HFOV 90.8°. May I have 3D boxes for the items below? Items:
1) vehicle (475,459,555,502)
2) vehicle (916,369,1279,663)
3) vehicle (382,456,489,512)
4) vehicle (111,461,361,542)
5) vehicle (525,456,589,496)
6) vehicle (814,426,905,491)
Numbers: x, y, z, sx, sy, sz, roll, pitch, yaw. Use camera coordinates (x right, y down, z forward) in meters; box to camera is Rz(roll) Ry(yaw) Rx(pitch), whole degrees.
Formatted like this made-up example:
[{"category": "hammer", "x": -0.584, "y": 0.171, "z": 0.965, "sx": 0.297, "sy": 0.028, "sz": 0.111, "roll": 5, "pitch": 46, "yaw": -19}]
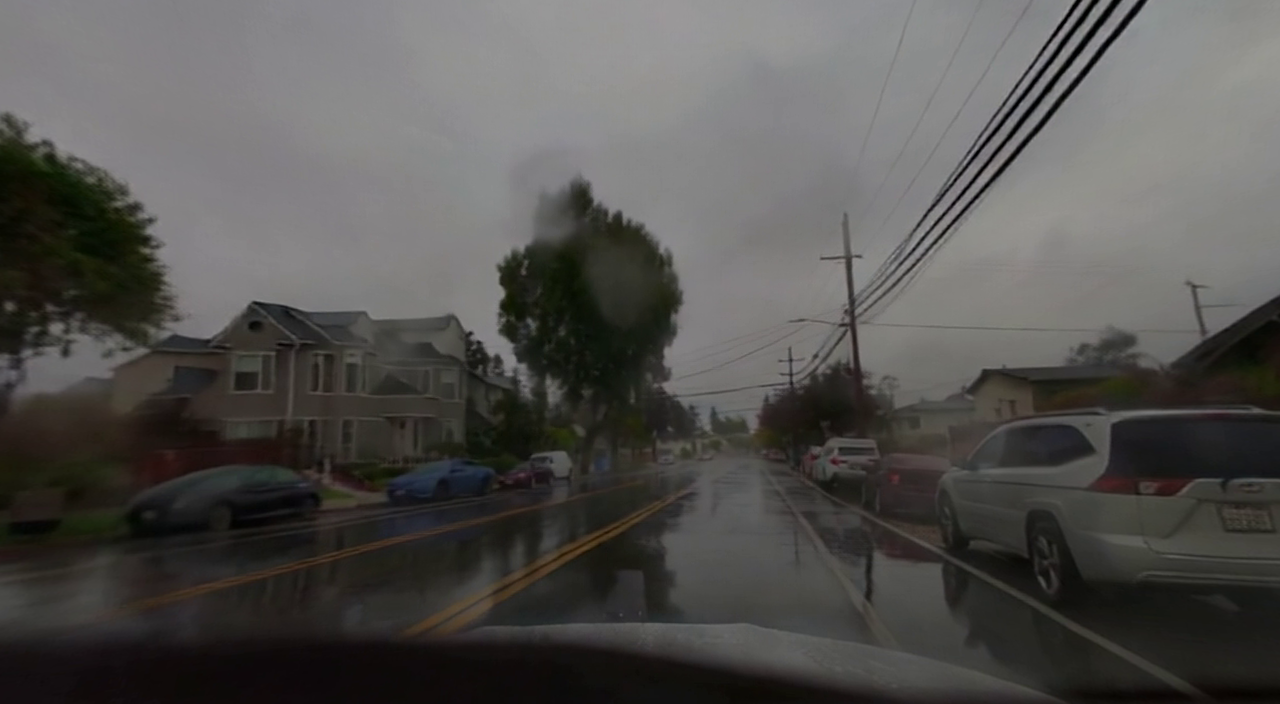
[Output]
[{"category": "vehicle", "x": -6.185, "y": 6.422, "z": 32.117, "sx": 2.089, "sy": 1.837, "sz": 5.499, "roll": -2, "pitch": -9, "yaw": 10}, {"category": "vehicle", "x": 4.895, "y": 1.433, "z": 6.778, "sx": 2.199, "sy": 1.885, "sz": 5.461, "roll": -2, "pitch": -9, "yaw": 10}, {"category": "vehicle", "x": -7.626, "y": 4.926, "z": 24.059, "sx": 1.937, "sy": 1.837, "sz": 4.414, "roll": -2, "pitch": -9, "yaw": 11}, {"category": "vehicle", "x": -9.429, "y": 3.507, "z": 15.493, "sx": 2.136, "sy": 1.431, "sz": 5.197, "roll": -7, "pitch": -11, "yaw": 10}, {"category": "vehicle", "x": -4.867, "y": 7.389, "z": 37.992, "sx": 2.282, "sy": 2.060, "sz": 5.738, "roll": -2, "pitch": -9, "yaw": 9}, {"category": "vehicle", "x": 8.196, "y": 4.021, "z": 24.218, "sx": 2.330, "sy": 2.160, "sz": 5.550, "roll": -2, "pitch": -9, "yaw": 9}]
